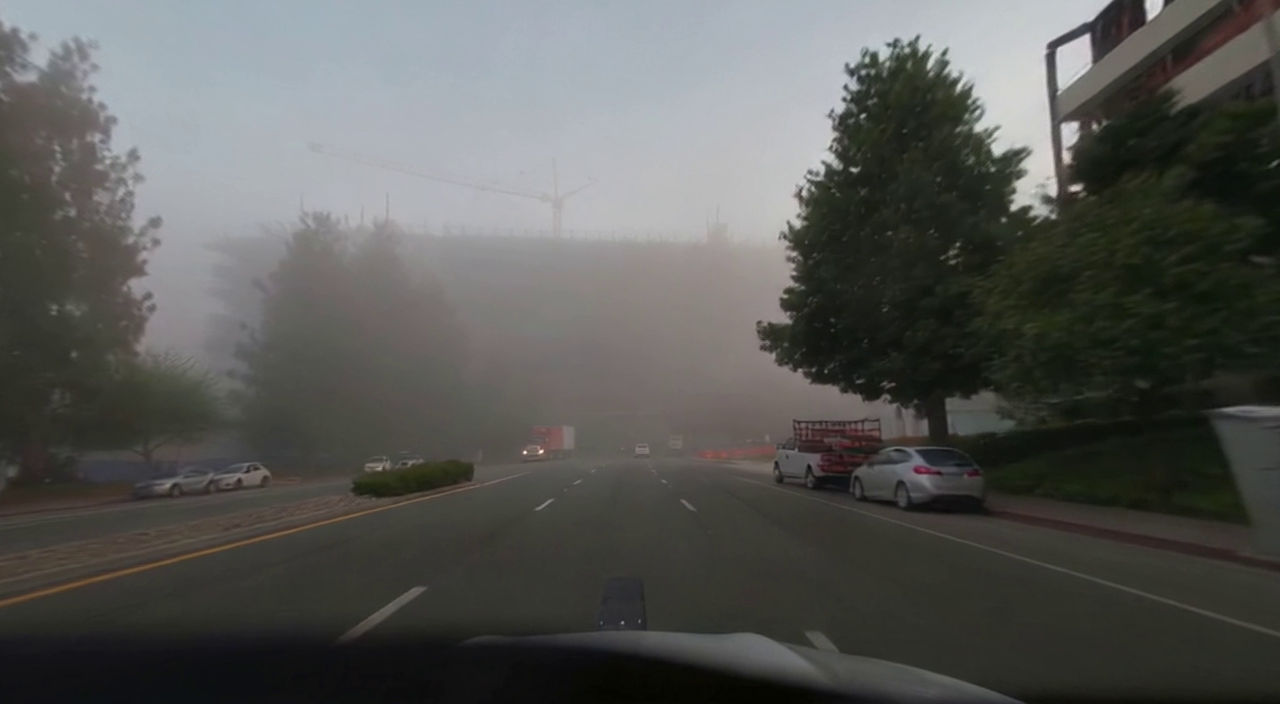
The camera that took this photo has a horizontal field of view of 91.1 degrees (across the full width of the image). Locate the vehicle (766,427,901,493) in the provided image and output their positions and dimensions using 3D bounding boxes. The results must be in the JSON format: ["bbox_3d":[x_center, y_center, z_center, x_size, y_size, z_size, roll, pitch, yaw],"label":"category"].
[{"bbox_3d":[6.310,3.640,21.677,2.513,1.890,6.666,0,-8,0],"label":"vehicle"}]

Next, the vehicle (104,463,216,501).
[{"bbox_3d":[-22.958,6.196,30.294,1.862,1.458,4.701,0,-8,-2],"label":"vehicle"}]

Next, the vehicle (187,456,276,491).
[{"bbox_3d":[-22.973,6.815,35.531,2.006,1.755,4.476,0,-8,-1],"label":"vehicle"}]

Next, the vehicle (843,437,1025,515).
[{"bbox_3d":[6.416,2.727,14.424,1.860,1.467,4.576,0,-8,-2],"label":"vehicle"}]
